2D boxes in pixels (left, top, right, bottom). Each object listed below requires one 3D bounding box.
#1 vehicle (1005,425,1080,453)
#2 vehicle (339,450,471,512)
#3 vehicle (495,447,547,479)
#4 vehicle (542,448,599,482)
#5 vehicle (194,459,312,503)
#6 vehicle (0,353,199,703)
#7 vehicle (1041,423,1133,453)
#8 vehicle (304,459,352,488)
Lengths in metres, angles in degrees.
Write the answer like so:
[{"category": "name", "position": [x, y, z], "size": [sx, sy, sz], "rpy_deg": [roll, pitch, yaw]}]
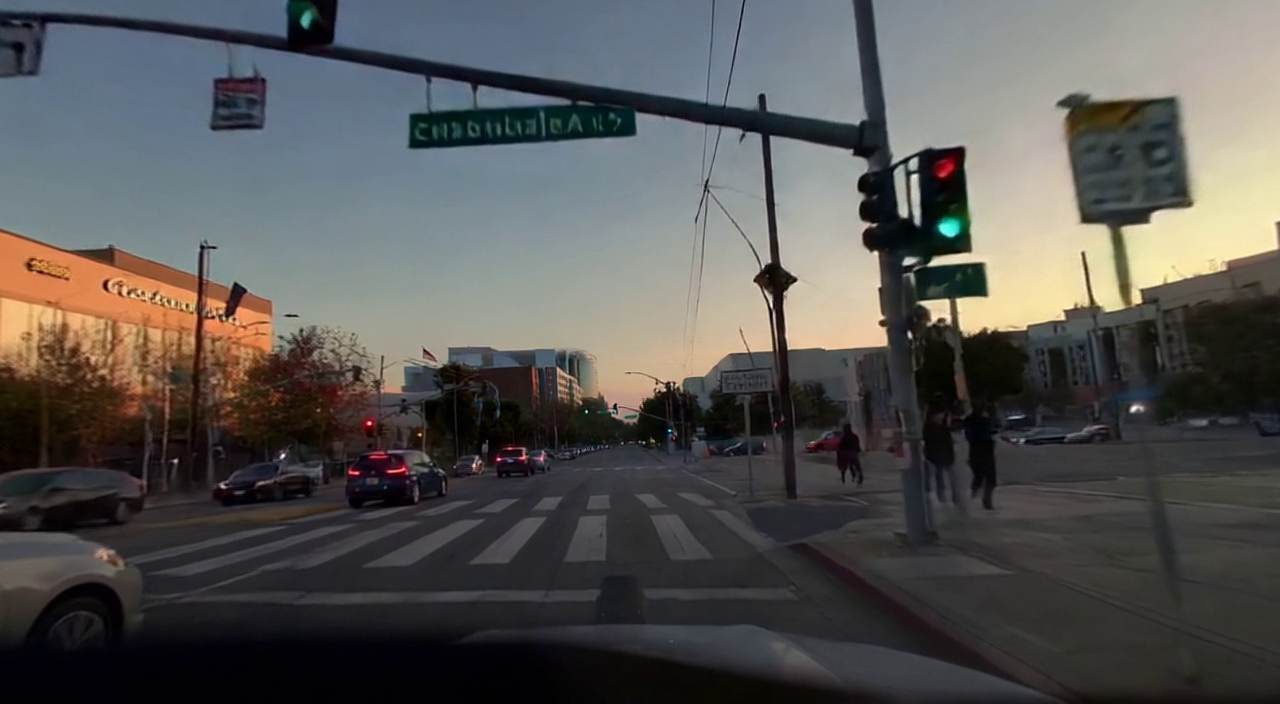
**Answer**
[{"category": "vehicle", "position": [24.730, 5.402, 38.833], "size": [1.690, 1.559, 3.521], "rpy_deg": [5, -11, -18]}, {"category": "vehicle", "position": [-6.505, 3.591, 18.079], "size": [1.960, 1.479, 4.654], "rpy_deg": [0, -9, 0]}, {"category": "vehicle", "position": [-6.478, 6.074, 34.754], "size": [2.012, 1.664, 3.917], "rpy_deg": [0, -9, 1]}, {"category": "vehicle", "position": [-3.254, 5.378, 30.287], "size": [2.147, 1.472, 4.406], "rpy_deg": [0, -9, 1]}, {"category": "vehicle", "position": [-15.323, 5.117, 25.263], "size": [1.979, 1.507, 4.226], "rpy_deg": [0, -9, 1]}, {"category": "vehicle", "position": [-3.316, 0.652, 0.924], "size": [2.042, 1.673, 4.516], "rpy_deg": [0, -9, 0]}, {"category": "vehicle", "position": [27.656, 5.391, 39.148], "size": [2.083, 1.668, 4.638], "rpy_deg": [-1, -10, -3]}, {"category": "vehicle", "position": [-18.964, 7.327, 38.154], "size": [1.964, 1.569, 4.256], "rpy_deg": [6, -10, -34]}]
